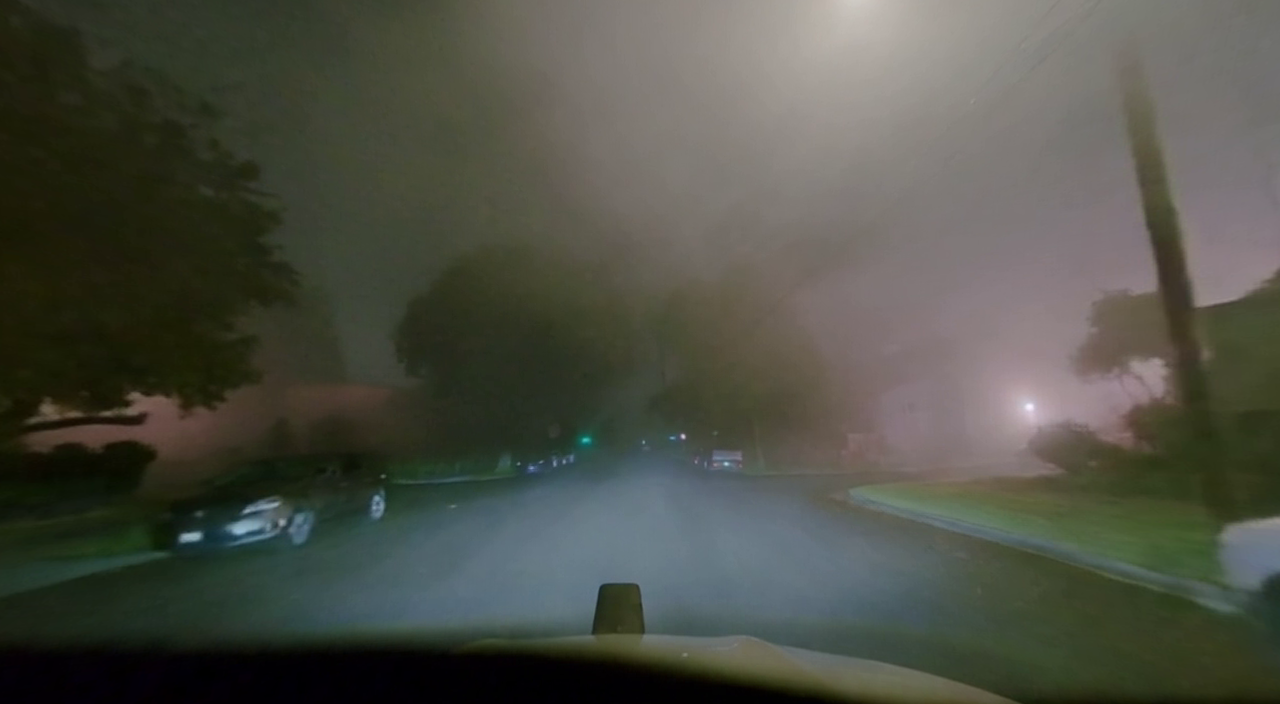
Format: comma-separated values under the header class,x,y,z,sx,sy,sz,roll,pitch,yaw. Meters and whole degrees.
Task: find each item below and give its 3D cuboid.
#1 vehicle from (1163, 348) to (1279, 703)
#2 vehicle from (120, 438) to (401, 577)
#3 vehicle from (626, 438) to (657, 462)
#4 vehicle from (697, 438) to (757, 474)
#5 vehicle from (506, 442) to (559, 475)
class,x,y,z,sx,sy,sz,roll,pitch,yaw
vehicle,3.842,0.600,1.088,2.108,1.719,4.339,0,-8,0
vehicle,-5.958,2.388,10.843,1.769,1.572,4.990,-4,-6,0
vehicle,0.081,6.764,43.605,2.062,1.509,4.305,0,-8,-1
vehicle,4.081,4.927,30.366,2.144,1.572,5.026,0,-8,0
vehicle,-5.984,5.967,35.806,2.094,1.433,5.740,-4,-7,-2
